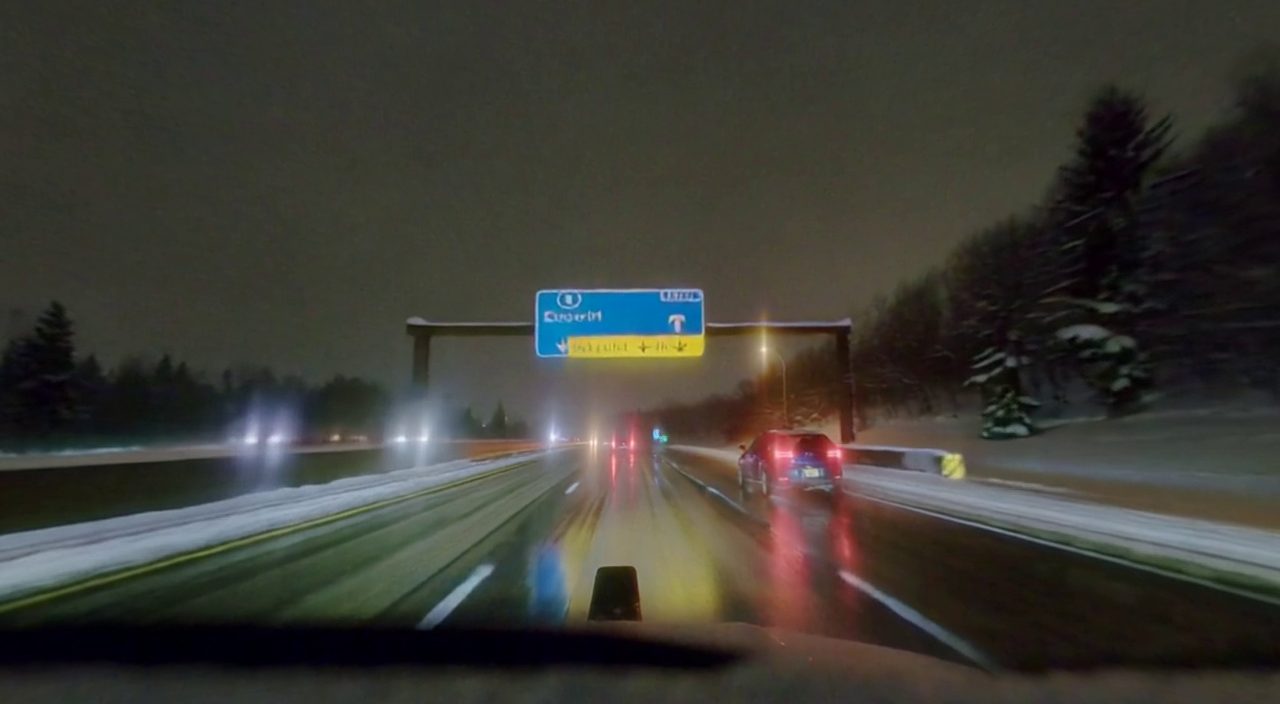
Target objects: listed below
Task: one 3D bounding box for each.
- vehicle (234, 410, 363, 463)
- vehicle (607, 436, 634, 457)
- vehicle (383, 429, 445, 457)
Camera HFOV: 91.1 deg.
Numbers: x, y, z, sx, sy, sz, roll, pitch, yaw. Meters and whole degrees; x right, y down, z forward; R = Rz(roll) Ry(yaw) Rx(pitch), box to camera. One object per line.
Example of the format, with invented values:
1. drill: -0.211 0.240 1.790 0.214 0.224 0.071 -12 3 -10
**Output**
1. vehicle: -16.616 4.229 31.260 2.640 2.346 6.904 0 -8 -1
2. vehicle: -1.487 7.132 47.710 2.025 1.519 3.924 0 -8 -2
3. vehicle: -13.261 5.375 37.196 1.932 1.559 4.753 0 -8 -1
